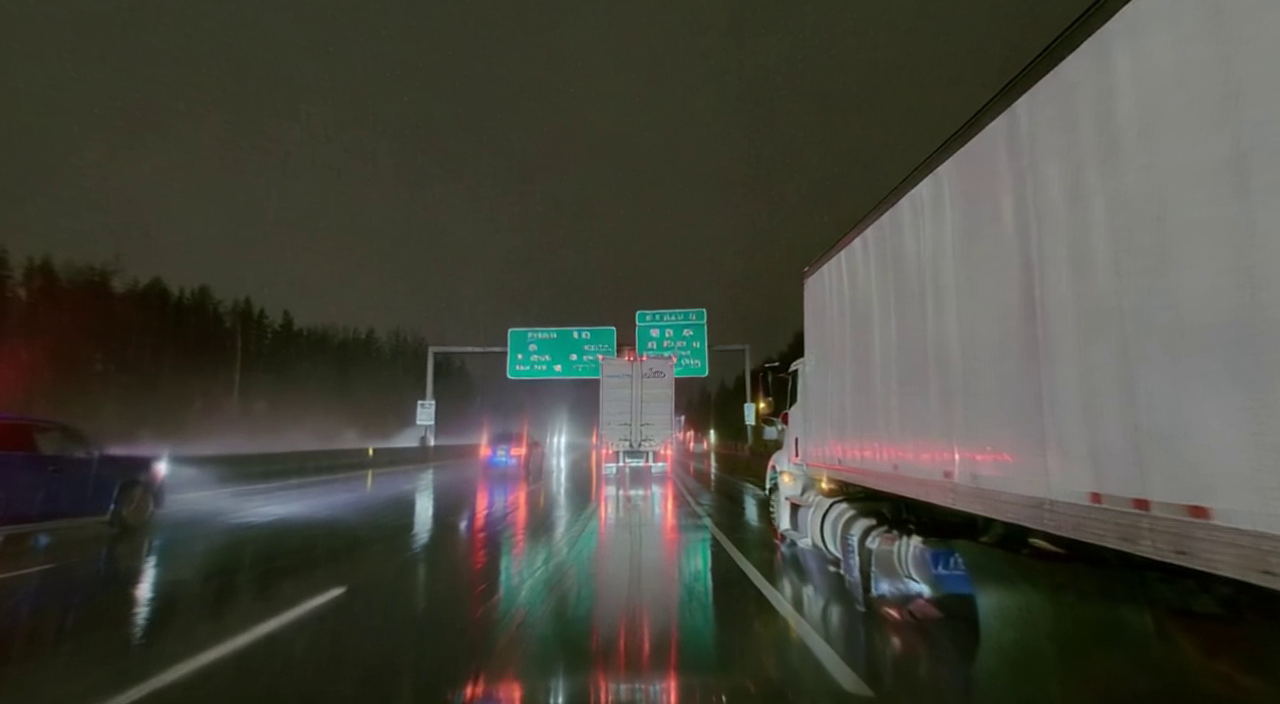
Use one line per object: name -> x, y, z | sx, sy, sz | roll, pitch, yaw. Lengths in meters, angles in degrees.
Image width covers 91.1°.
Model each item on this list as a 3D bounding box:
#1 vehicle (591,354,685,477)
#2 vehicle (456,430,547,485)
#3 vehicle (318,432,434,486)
vehicle -> -0.228, 2.810, 26.415 | 3.118, 4.106, 10.719 | 0, -8, -2
vehicle -> -4.110, 3.176, 19.321 | 1.933, 1.492, 3.838 | 0, -8, 0
vehicle -> -8.121, 3.283, 19.792 | 1.943, 1.500, 4.011 | 0, -8, -1
